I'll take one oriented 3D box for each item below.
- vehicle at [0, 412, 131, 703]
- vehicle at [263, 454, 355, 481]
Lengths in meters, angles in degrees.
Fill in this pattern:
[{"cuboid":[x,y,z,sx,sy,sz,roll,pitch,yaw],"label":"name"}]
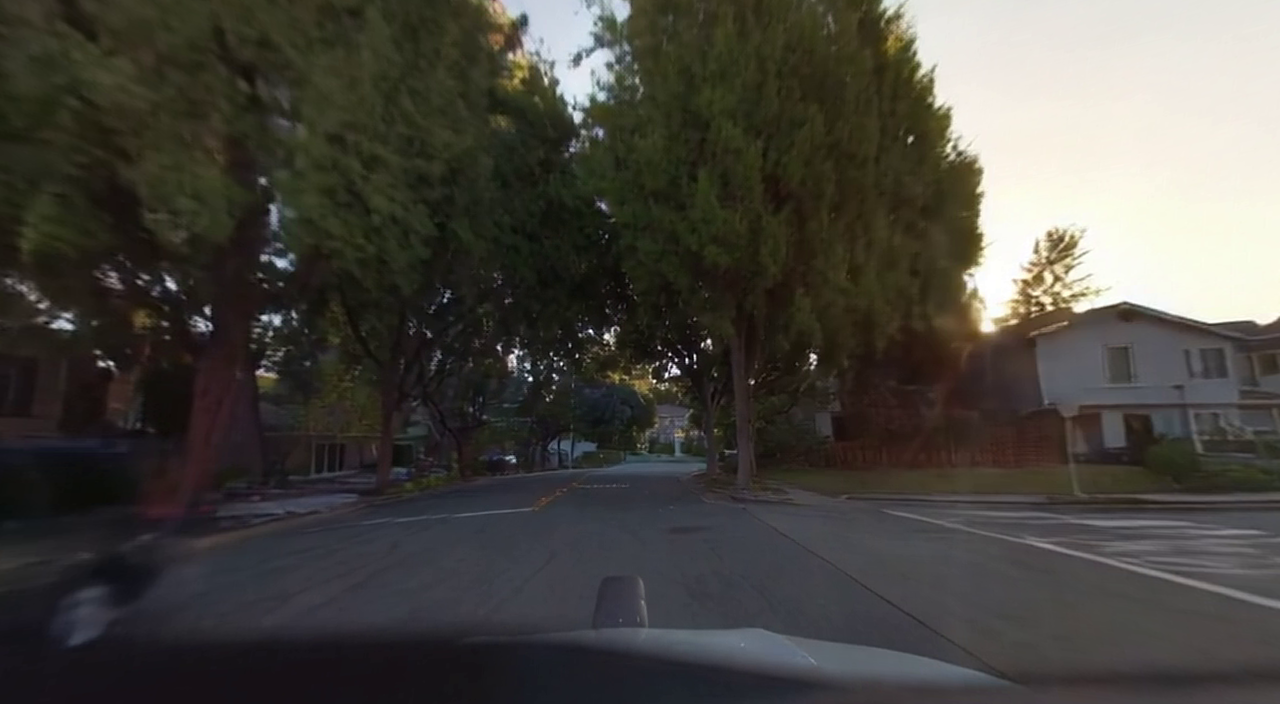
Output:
[{"cuboid":[-4.590,0.984,2.270,2.025,1.660,4.151,0,-9,0],"label":"vehicle"},{"cuboid":[-19.487,6.809,37.333,4.373,1.464,1.917,1,-10,-11],"label":"vehicle"}]
